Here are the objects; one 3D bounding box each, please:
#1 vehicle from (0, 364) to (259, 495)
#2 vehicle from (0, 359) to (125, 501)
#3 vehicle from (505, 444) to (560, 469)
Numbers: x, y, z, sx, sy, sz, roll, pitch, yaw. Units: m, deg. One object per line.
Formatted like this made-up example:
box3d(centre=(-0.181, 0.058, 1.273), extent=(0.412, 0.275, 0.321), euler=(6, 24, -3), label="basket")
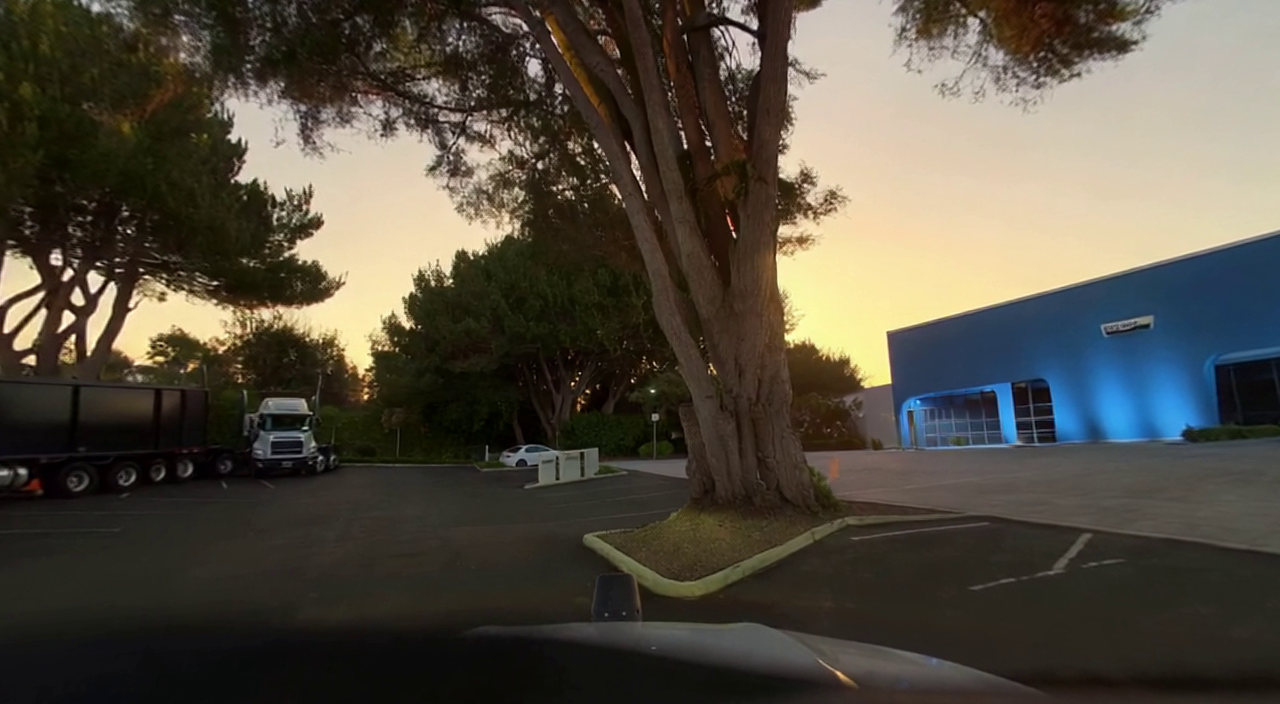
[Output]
box3d(centre=(-19.631, 3.064, 23.834), extent=(11.906, 4.069, 2.948), euler=(-5, -10, 28), label="vehicle")
box3d(centre=(-21.988, 2.744, 21.063), extent=(11.512, 3.871, 3.038), euler=(-5, -10, 29), label="vehicle")
box3d(centre=(-6.775, 6.636, 40.199), extent=(1.809, 1.506, 3.473), euler=(-4, -10, 24), label="vehicle")
